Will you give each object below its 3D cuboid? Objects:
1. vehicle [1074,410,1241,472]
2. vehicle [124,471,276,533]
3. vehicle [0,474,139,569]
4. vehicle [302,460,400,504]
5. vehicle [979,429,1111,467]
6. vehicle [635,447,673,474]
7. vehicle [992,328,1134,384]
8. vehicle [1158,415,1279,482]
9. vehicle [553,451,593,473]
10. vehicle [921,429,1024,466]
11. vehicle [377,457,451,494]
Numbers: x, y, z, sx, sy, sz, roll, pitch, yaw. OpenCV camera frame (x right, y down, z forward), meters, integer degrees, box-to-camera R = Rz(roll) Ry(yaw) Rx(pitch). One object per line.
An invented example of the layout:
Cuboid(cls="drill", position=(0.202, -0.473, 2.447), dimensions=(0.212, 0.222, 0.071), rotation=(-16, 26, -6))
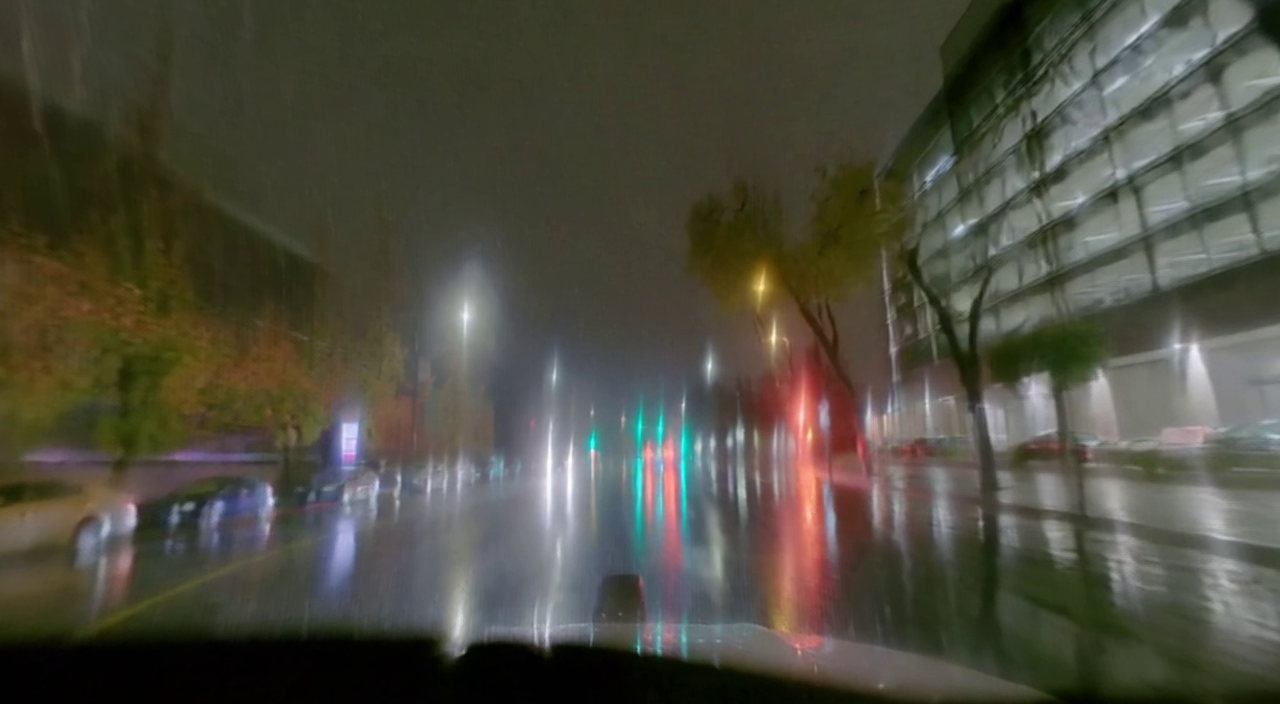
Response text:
Cuboid(cls="vehicle", position=(16.056, 2.854, 20.040), dimensions=(2.050, 1.573, 5.029), rotation=(-6, -10, 15))
Cuboid(cls="vehicle", position=(-12.740, 4.317, 18.608), dimensions=(1.646, 1.462, 3.740), rotation=(-1, -9, 2))
Cuboid(cls="vehicle", position=(-12.934, 3.398, 12.569), dimensions=(1.984, 1.635, 4.525), rotation=(-4, -9, 5))
Cuboid(cls="vehicle", position=(-12.283, 5.528, 27.205), dimensions=(1.997, 1.668, 4.084), rotation=(-1, -9, 5))
Cuboid(cls="vehicle", position=(16.154, 3.867, 25.398), dimensions=(3.620, 1.412, 2.472), rotation=(-1, -9, 3))
Cuboid(cls="vehicle", position=(0.873, 6.231, 36.625), dimensions=(2.051, 1.454, 4.132), rotation=(-1, -9, 3))
Cuboid(cls="vehicle", position=(15.369, 0.172, 23.124), dimensions=(3.766, 1.708, 1.810), rotation=(-1, -9, 5))
Cuboid(cls="vehicle", position=(14.588, 2.200, 14.563), dimensions=(3.556, 1.414, 1.851), rotation=(-1, -9, 2))
Cuboid(cls="vehicle", position=(-4.712, 7.788, 44.989), dimensions=(1.993, 1.463, 4.265), rotation=(-1, -9, 5))
Cuboid(cls="vehicle", position=(16.129, 4.691, 30.798), dimensions=(3.922, 1.420, 1.784), rotation=(-5, -10, 4))
Cuboid(cls="vehicle", position=(-11.882, 6.501, 33.577), dimensions=(2.016, 1.627, 4.742), rotation=(-2, -8, 3))
